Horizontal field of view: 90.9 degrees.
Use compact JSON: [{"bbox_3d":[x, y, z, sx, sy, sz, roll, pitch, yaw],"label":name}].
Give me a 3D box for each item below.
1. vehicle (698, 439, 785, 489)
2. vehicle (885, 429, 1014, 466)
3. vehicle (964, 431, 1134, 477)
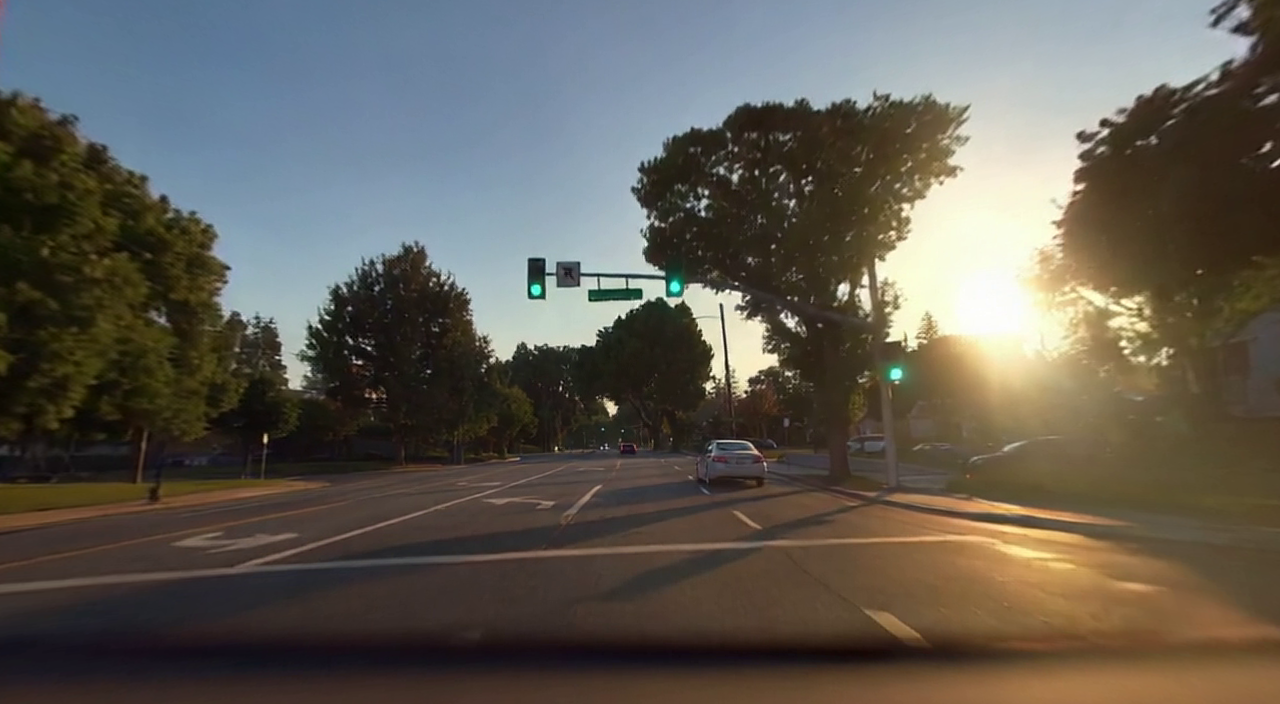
[{"bbox_3d":[3.202,3.630,20.857,2.134,1.476,4.327,0,-8,-1],"label":"vehicle"},{"bbox_3d":[13.639,4.232,27.985,4.689,1.583,1.947,0,-8,-1],"label":"vehicle"},{"bbox_3d":[14.279,3.589,22.269,4.514,1.546,2.044,-1,-8,4],"label":"vehicle"}]
